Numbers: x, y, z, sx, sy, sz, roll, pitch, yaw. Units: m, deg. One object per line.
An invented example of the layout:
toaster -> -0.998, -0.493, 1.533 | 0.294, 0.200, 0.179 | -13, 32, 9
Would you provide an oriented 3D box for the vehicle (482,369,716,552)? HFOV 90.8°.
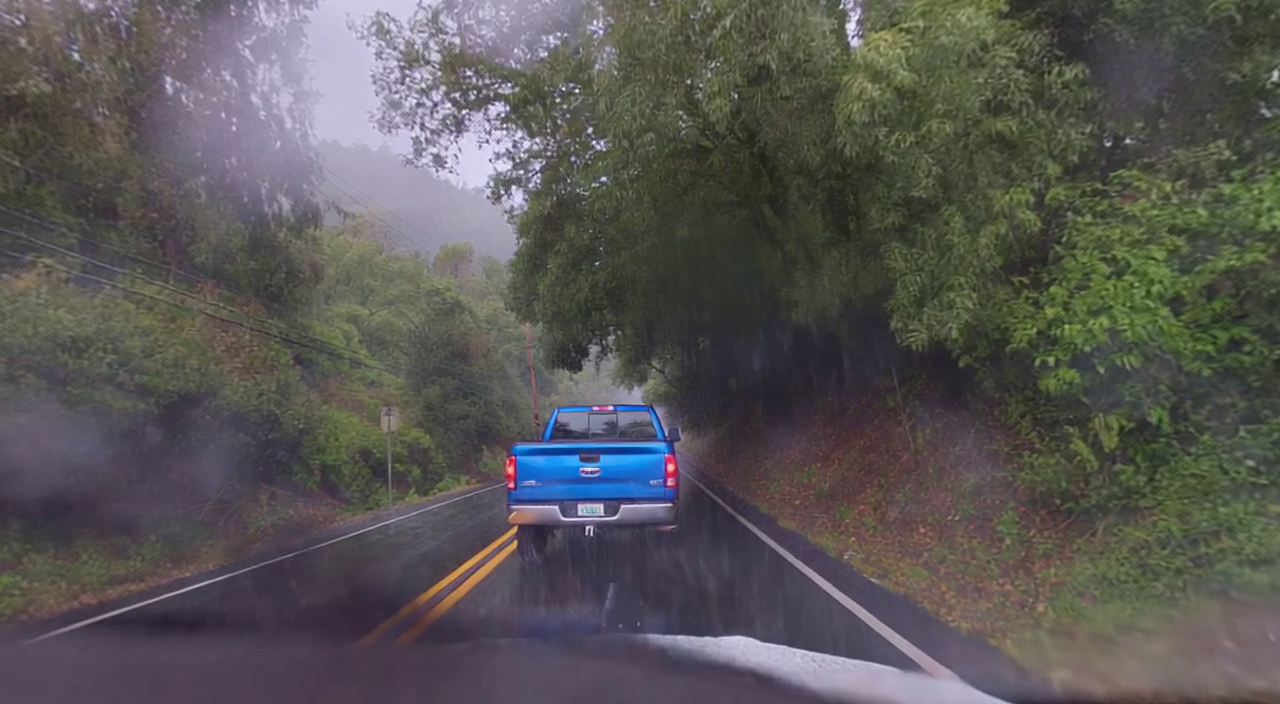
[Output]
vehicle -> -0.537, 1.747, 10.724 | 2.837, 2.223, 5.885 | 0, -8, -1
